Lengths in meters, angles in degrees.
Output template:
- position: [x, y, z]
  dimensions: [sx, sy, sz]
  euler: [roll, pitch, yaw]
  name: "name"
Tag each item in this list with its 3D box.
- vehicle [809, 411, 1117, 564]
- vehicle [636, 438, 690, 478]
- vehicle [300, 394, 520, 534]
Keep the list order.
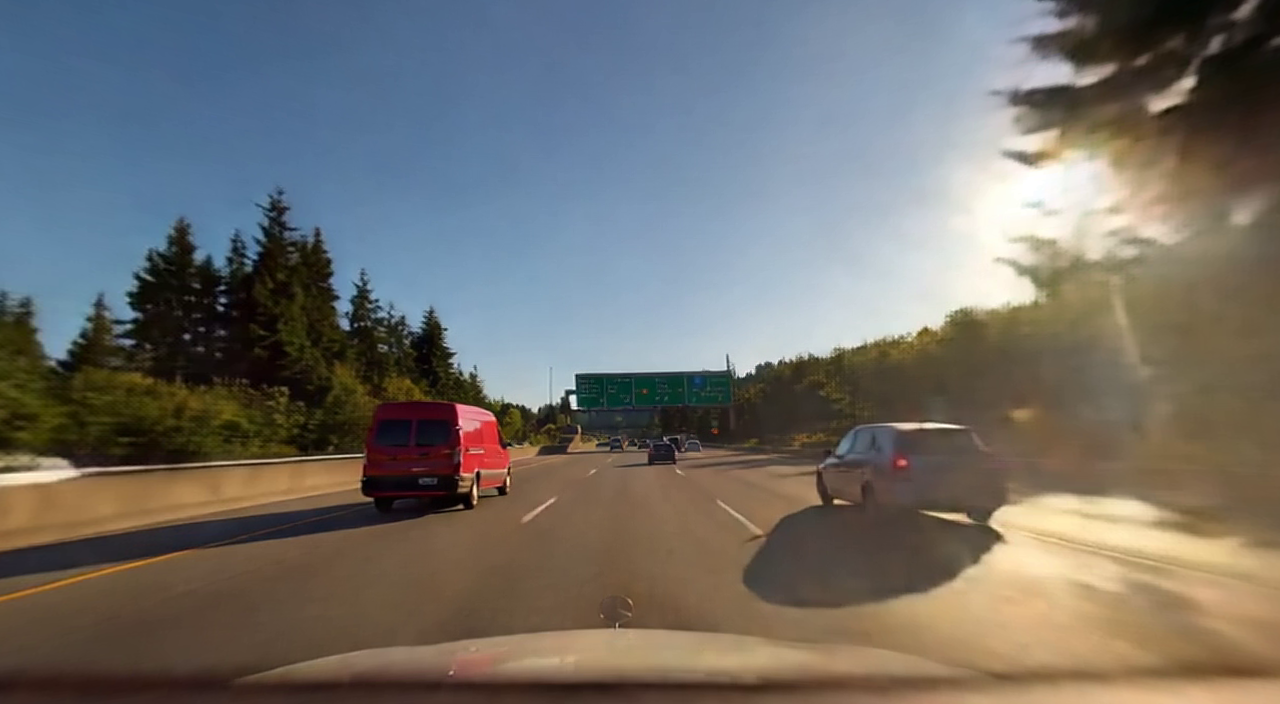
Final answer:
- position: [4.113, 1.767, 9.135]
  dimensions: [1.996, 1.638, 4.496]
  euler: [0, -8, -1]
  name: "vehicle"
- position: [0.849, 4.222, 25.421]
  dimensions: [2.020, 1.464, 3.803]
  euler: [0, -8, 0]
  name: "vehicle"
- position: [-3.886, 1.995, 11.933]
  dimensions: [2.275, 2.053, 5.082]
  euler: [0, -8, -1]
  name: "vehicle"
